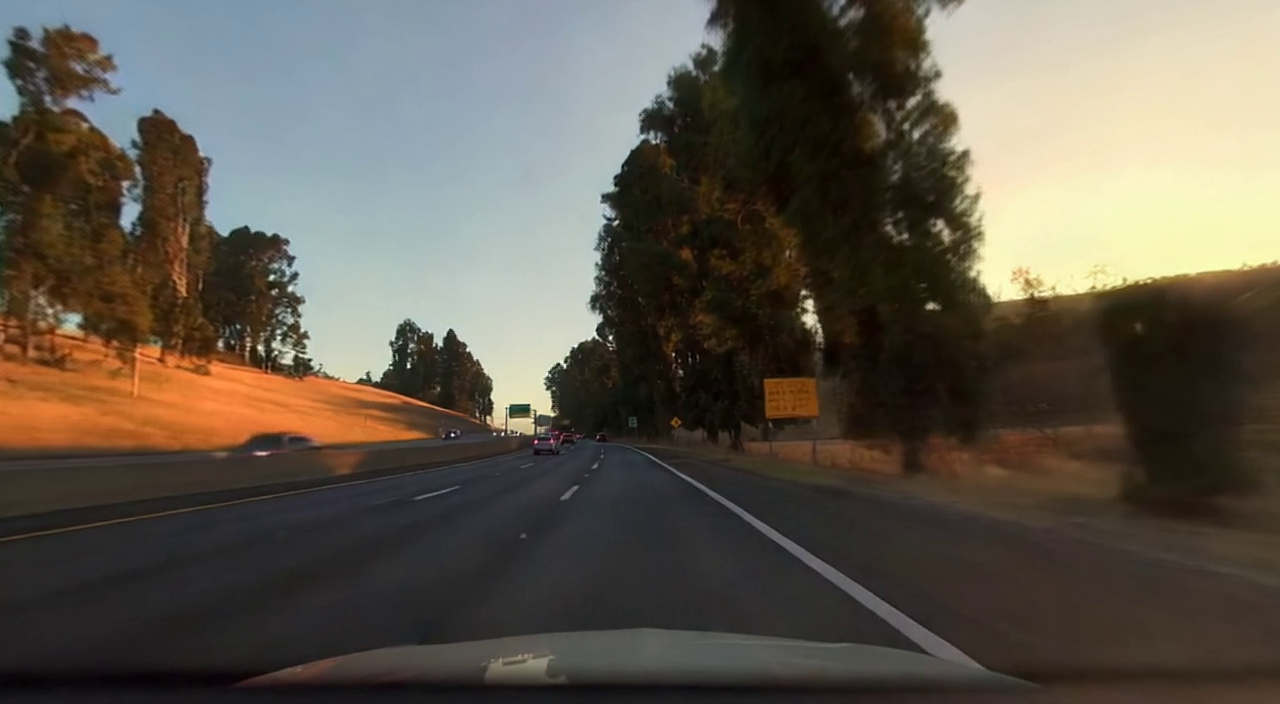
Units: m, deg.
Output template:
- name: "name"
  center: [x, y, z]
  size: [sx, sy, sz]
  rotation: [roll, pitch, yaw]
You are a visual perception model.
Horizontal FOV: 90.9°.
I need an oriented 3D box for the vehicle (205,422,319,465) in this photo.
- name: "vehicle"
  center: [-17.560, 4.318, 29.654]
  size: [2.333, 1.833, 4.988]
  rotation: [0, -8, -1]
